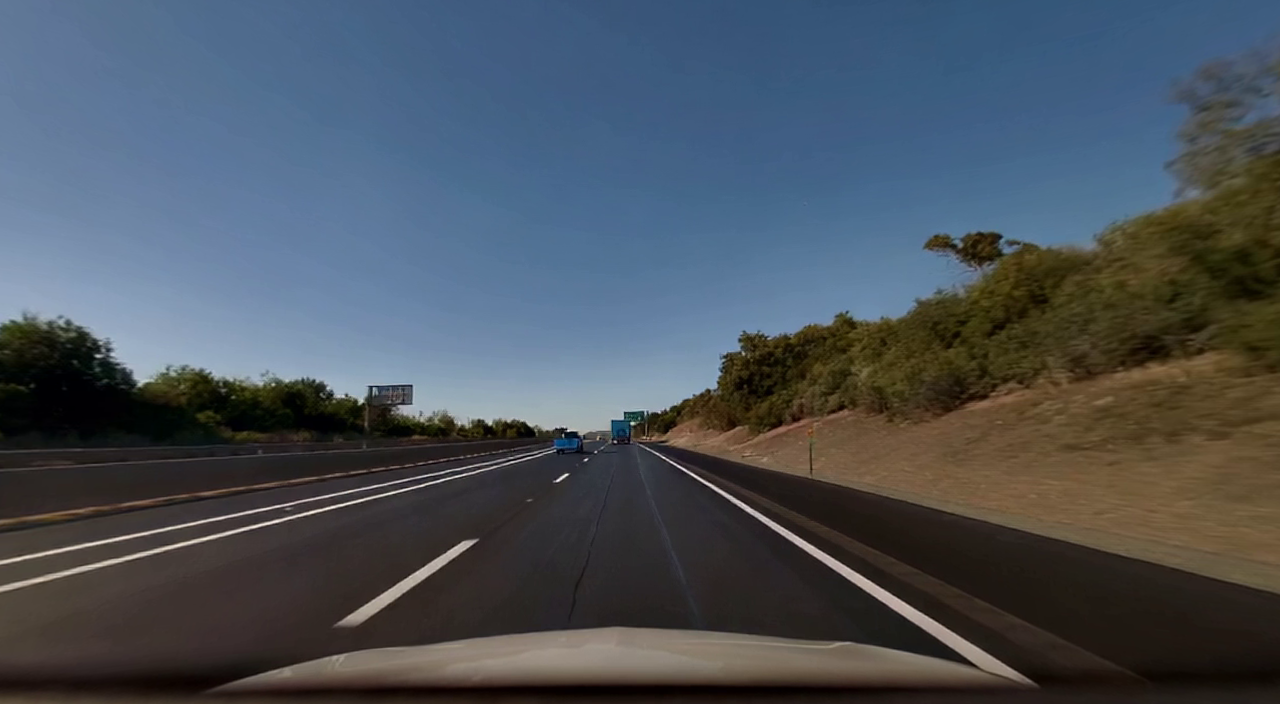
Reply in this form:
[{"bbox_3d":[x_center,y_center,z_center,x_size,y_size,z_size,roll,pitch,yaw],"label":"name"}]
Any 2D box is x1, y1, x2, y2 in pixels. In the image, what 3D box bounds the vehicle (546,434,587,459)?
[{"bbox_3d":[-4.716,6.123,41.207,2.302,1.523,4.383,0,-8,-2],"label":"vehicle"}]
